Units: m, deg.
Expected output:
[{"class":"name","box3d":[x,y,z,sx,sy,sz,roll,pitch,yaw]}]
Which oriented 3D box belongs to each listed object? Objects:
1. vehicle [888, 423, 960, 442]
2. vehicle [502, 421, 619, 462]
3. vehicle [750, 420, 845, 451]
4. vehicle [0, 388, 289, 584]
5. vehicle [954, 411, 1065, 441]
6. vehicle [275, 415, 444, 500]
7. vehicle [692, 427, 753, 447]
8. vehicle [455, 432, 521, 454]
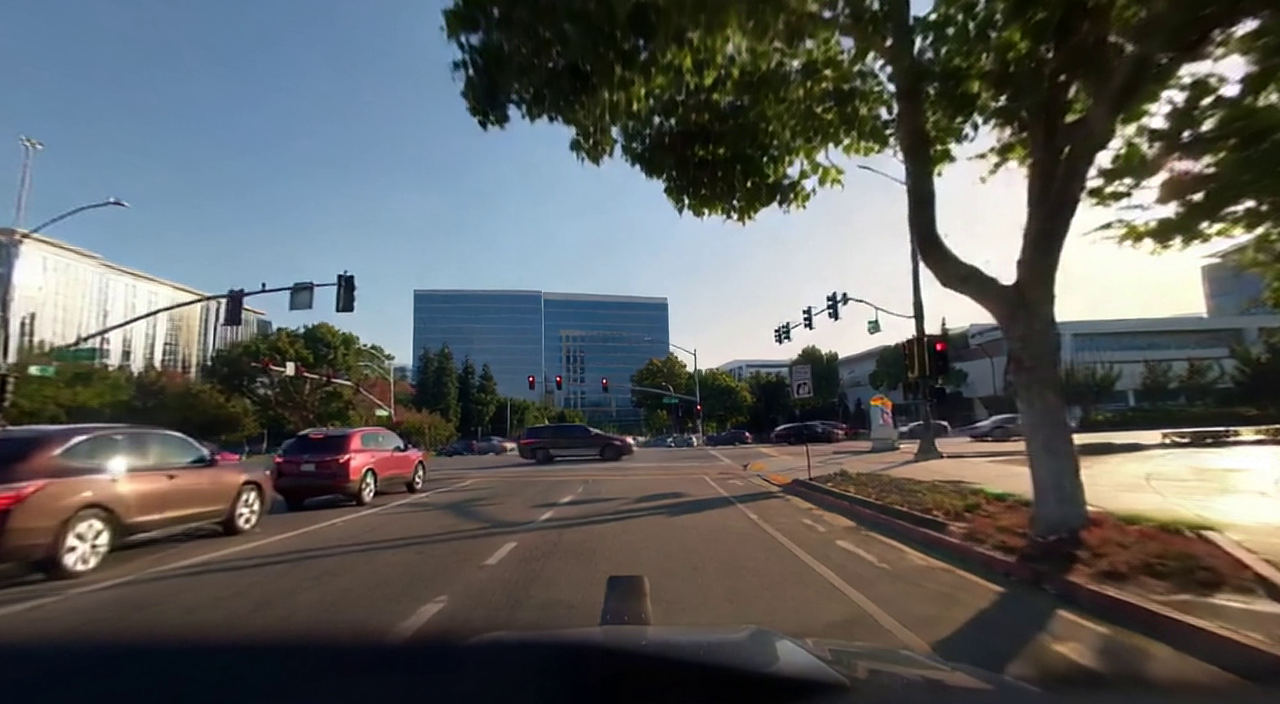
[{"class":"vehicle","box3d":[22.400,6.380,49.894,4.785,1.472,1.799,-1,-9,6]},{"class":"vehicle","box3d":[-3.647,4.222,29.601,5.084,1.824,2.050,-1,-9,6]},{"class":"vehicle","box3d":[7.963,4.279,32.195,4.429,1.489,1.773,-1,-9,6]},{"class":"vehicle","box3d":[-6.669,1.531,7.900,1.967,1.741,4.385,0,-9,0]},{"class":"vehicle","box3d":[20.255,4.103,34.706,4.836,1.508,1.875,-1,-9,6]},{"class":"vehicle","box3d":[-6.392,2.483,15.113,1.785,1.678,4.729,0,-9,1]},{"class":"vehicle","box3d":[6.228,6.465,47.883,4.459,1.477,1.754,-1,-9,6]},{"class":"vehicle","box3d":[-11.971,7.183,49.688,4.663,1.637,1.836,-1,-9,7]}]
